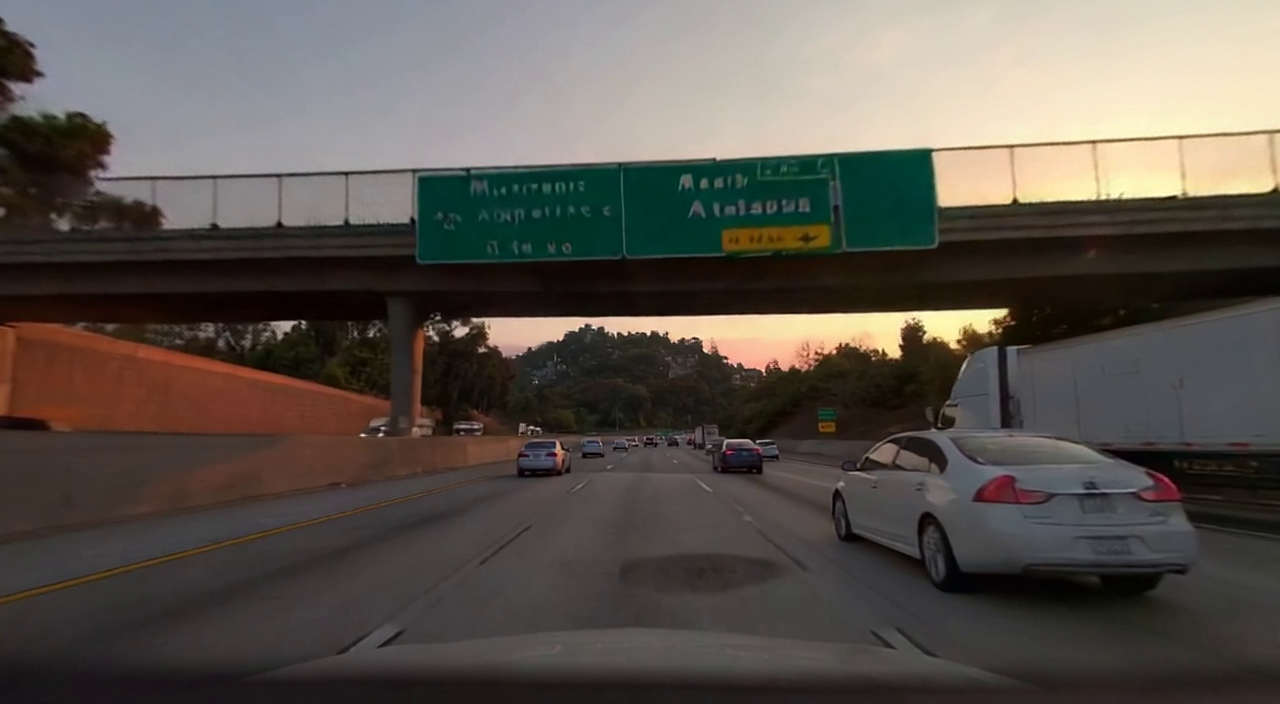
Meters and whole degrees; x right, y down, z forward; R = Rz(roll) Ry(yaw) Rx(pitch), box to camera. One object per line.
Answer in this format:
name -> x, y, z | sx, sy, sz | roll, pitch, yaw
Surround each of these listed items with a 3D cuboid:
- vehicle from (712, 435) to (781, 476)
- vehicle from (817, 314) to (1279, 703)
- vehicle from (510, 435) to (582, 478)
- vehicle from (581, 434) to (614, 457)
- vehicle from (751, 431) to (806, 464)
vehicle -> 4.079, 4.030, 24.783 | 1.953, 1.480, 4.053 | 0, -8, -1
vehicle -> 3.715, 1.161, 5.867 | 2.517, 1.935, 5.552 | 0, -8, 0
vehicle -> -3.469, 3.925, 23.993 | 1.978, 1.473, 4.073 | 0, -8, 2
vehicle -> -3.123, 6.979, 47.143 | 2.020, 1.628, 4.248 | 0, -8, 1
vehicle -> 7.740, 5.403, 35.686 | 2.041, 1.712, 4.374 | 0, -8, -1
